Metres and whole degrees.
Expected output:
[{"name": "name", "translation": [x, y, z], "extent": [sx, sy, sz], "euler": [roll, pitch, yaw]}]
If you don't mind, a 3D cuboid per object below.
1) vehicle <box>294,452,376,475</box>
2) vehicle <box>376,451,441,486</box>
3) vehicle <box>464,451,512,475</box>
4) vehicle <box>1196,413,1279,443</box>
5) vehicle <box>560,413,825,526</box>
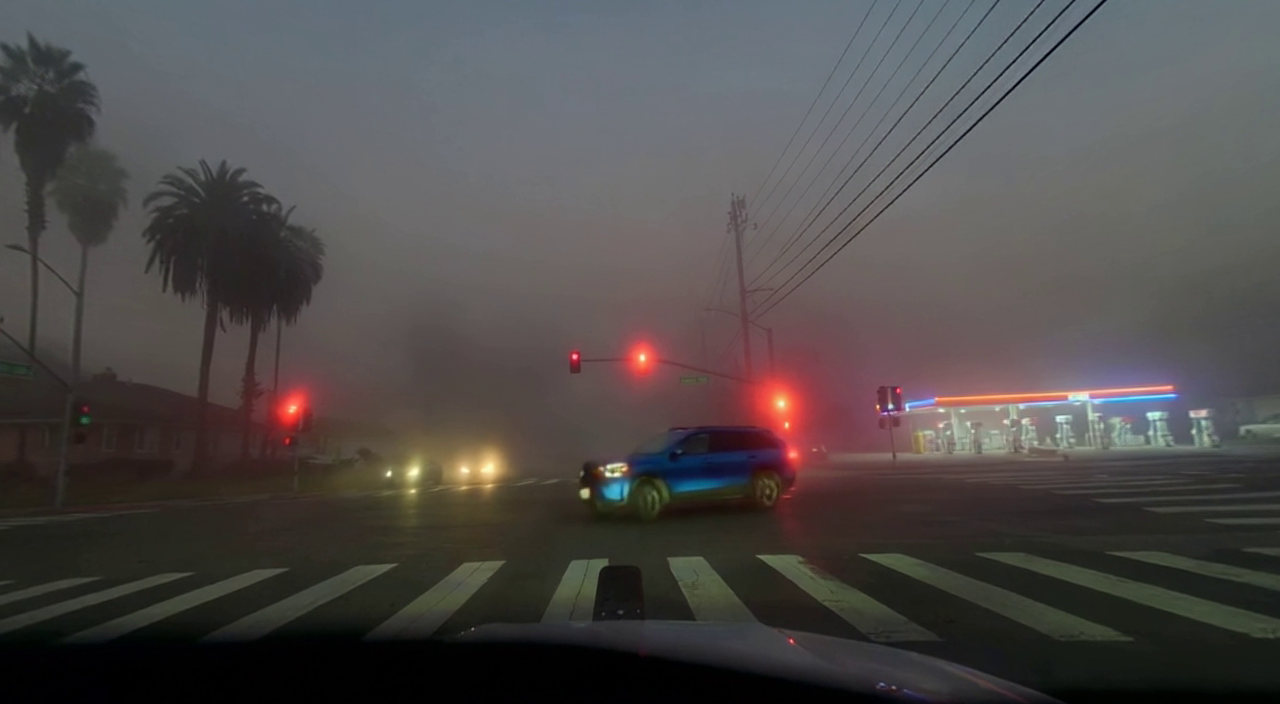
[{"name": "vehicle", "translation": [-20.948, 7.679, 43.518], "extent": [4.672, 1.469, 1.816], "euler": [-1, -9, -2]}, {"name": "vehicle", "translation": [-13.054, 6.552, 35.956], "extent": [2.009, 1.777, 4.559], "euler": [0, -9, -1]}, {"name": "vehicle", "translation": [-9.891, 7.253, 41.394], "extent": [2.085, 1.451, 4.311], "euler": [0, -9, 0]}, {"name": "vehicle", "translation": [38.299, 4.793, 39.973], "extent": [4.488, 1.447, 1.765], "euler": [-5, -8, -1]}, {"name": "vehicle", "translation": [1.159, 2.237, 12.561], "extent": [5.086, 1.817, 1.952], "euler": [5, -10, -34]}]
